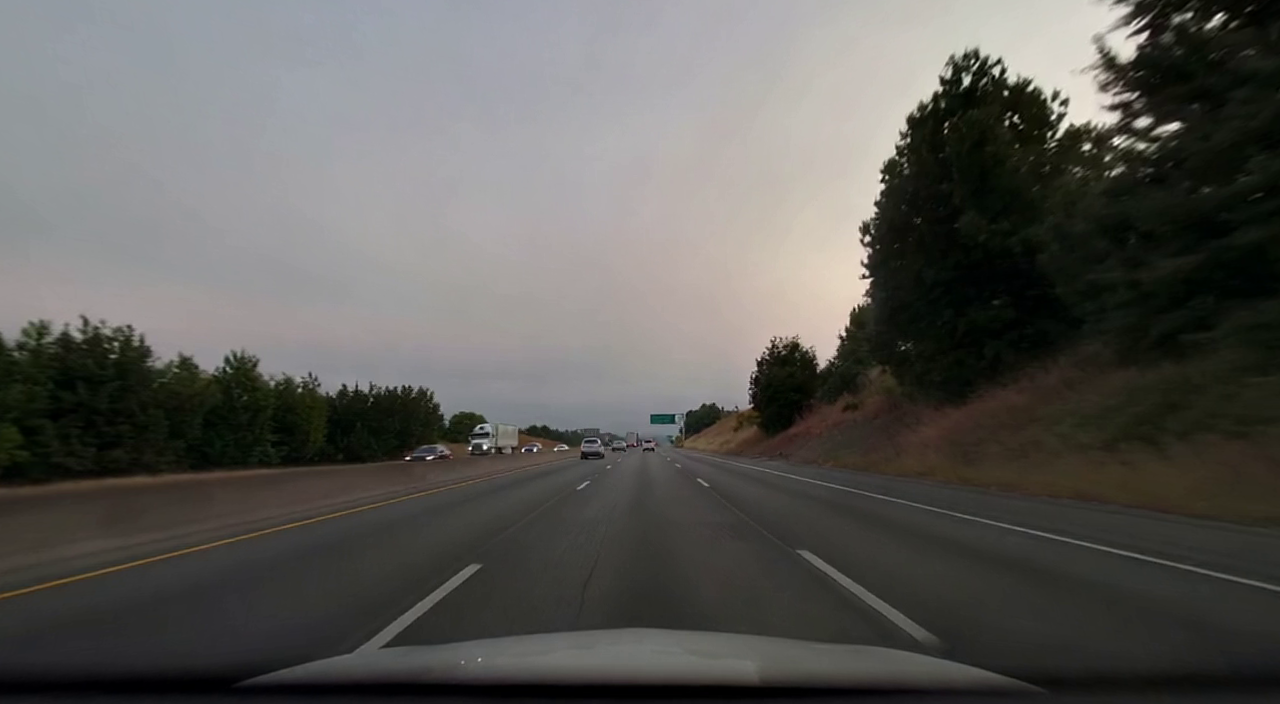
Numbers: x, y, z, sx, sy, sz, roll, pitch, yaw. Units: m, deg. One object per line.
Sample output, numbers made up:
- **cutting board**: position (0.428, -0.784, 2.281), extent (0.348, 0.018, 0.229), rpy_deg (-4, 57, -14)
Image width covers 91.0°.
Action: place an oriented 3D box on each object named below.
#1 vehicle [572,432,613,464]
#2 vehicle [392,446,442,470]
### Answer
- **vehicle**: position (-3.107, 6.403, 42.105), extent (2.286, 2.011, 4.452), rpy_deg (0, -8, 1)
- **vehicle**: position (-14.743, 6.995, 41.793), extent (1.769, 1.466, 3.996), rpy_deg (0, -8, 2)
